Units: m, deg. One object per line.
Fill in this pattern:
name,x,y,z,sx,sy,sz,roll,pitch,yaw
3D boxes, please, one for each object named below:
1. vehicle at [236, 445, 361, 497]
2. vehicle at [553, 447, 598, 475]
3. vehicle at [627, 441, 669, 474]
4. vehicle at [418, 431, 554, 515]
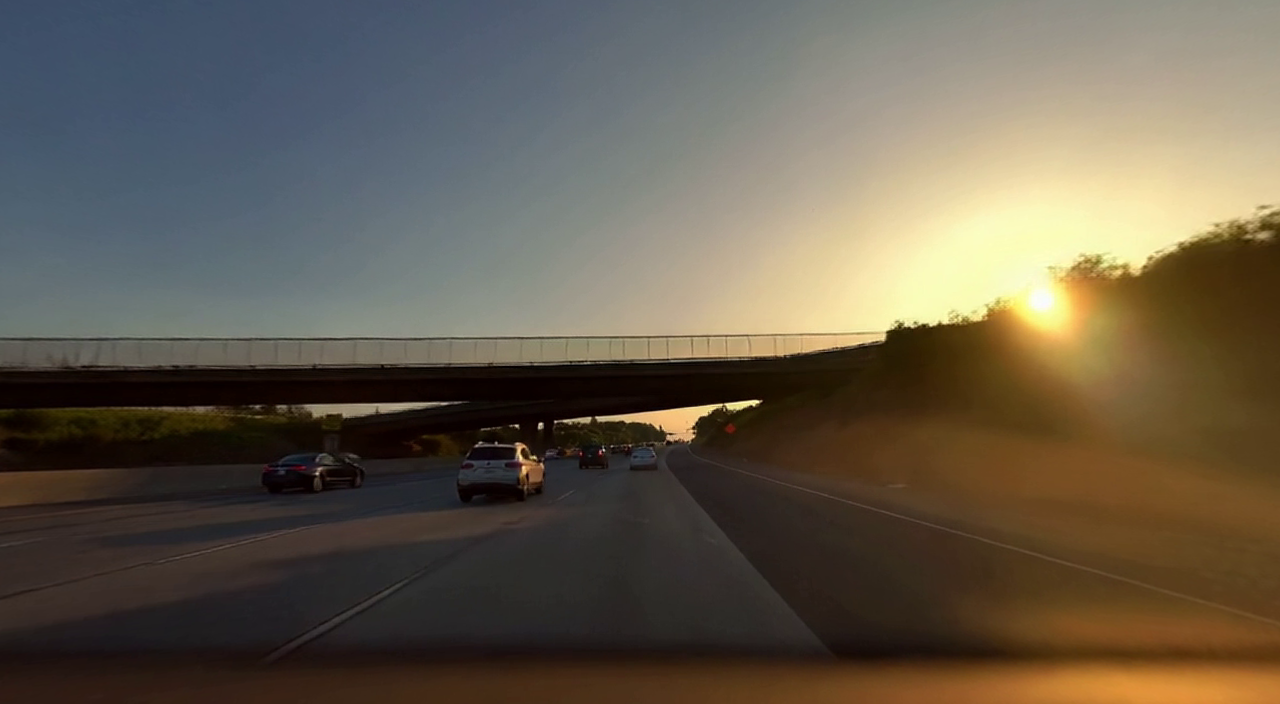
vehicle,-12.017,4.174,22.495,1.954,1.640,4.339,0,-8,1
vehicle,-3.652,6.214,36.139,1.997,1.490,4.471,0,-8,2
vehicle,0.431,5.706,34.149,2.160,1.678,4.178,0,-8,0
vehicle,-3.585,2.897,15.643,2.161,1.759,4.482,0,-8,1
